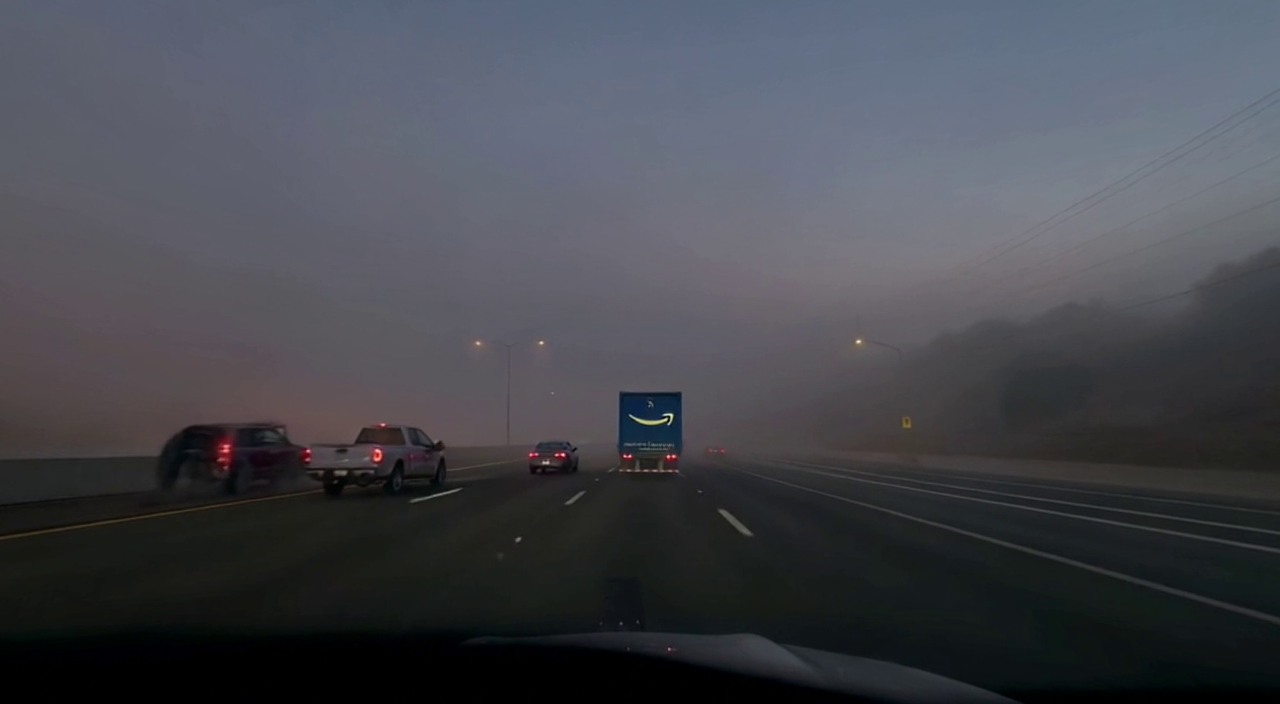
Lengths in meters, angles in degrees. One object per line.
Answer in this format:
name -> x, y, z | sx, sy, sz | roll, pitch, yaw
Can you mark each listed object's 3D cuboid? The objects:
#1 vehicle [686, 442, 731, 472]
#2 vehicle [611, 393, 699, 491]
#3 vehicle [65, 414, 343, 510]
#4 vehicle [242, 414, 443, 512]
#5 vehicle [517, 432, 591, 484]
vehicle -> 3.648, 5.648, 34.201 | 1.970, 1.499, 4.491 | 0, -9, 0
vehicle -> 0.400, 2.982, 20.827 | 2.456, 2.705, 6.251 | 0, -9, 0
vehicle -> -10.108, 2.645, 15.628 | 2.454, 1.857, 6.221 | 0, -9, 0
vehicle -> -6.492, 2.502, 14.633 | 2.101, 1.858, 5.071 | 0, -9, 1
vehicle -> -3.038, 3.861, 23.197 | 2.095, 1.688, 4.188 | 0, -9, 1
